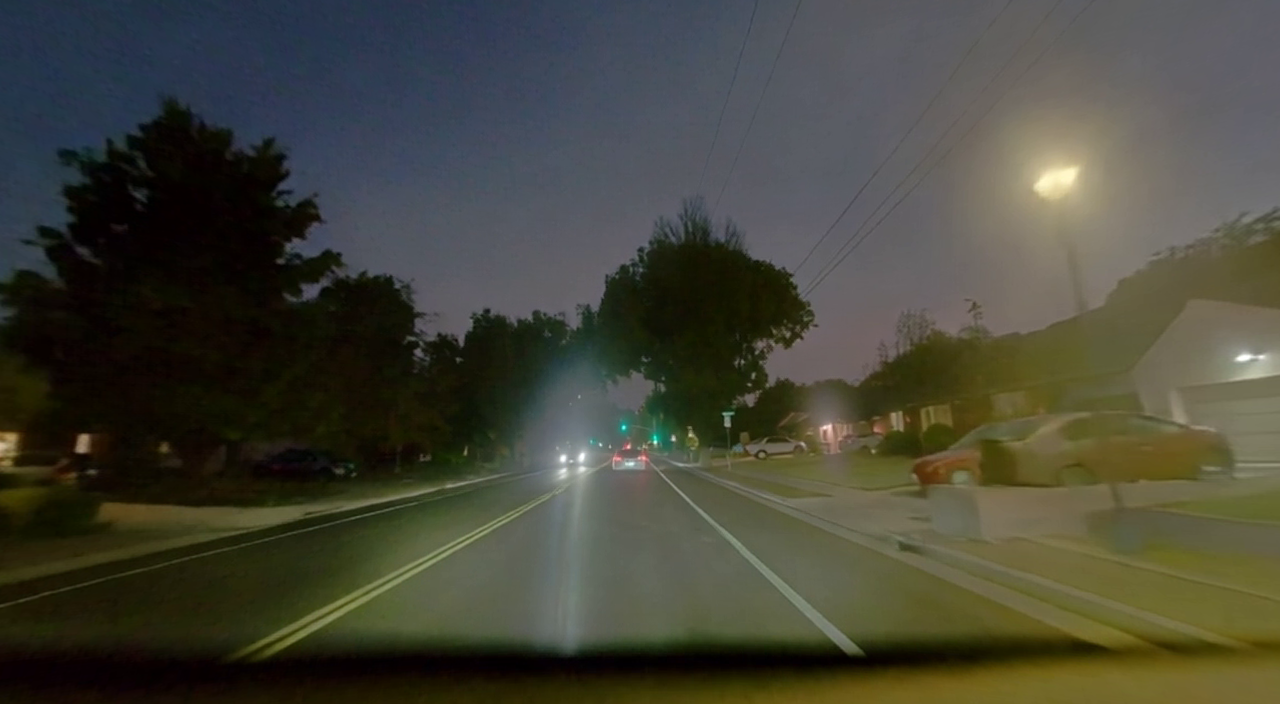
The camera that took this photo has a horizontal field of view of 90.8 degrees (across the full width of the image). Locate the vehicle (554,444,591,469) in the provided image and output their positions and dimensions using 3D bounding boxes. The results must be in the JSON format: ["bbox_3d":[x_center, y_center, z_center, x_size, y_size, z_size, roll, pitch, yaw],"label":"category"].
[{"bbox_3d":[-5.095,7.967,48.484,2.256,1.838,4.613,0,-8,1],"label":"vehicle"}]

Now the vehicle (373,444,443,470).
[{"bbox_3d":[-17.341,7.858,47.432,4.463,1.917,1.970,1,-9,-5],"label":"vehicle"}]

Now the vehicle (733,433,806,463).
[{"bbox_3d":[9.234,6.852,45.182,4.634,1.723,1.966,-4,-7,-2],"label":"vehicle"}]

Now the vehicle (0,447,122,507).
[{"bbox_3d":[-17.082,3.434,17.818,4.608,1.481,1.890,-4,-9,25],"label":"vehicle"}]

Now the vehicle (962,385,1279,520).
[{"bbox_3d":[8.382,1.658,10.800,4.513,1.617,1.998,-6,-8,-1],"label":"vehicle"}]

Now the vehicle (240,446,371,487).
[{"bbox_3d":[-14.850,5.099,28.191,4.608,1.743,2.222,-1,-9,6],"label":"vehicle"}]

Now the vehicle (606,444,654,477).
[{"bbox_3d":[-0.451,5.125,30.118,2.098,1.483,4.099,0,-8,0],"label":"vehicle"}]
